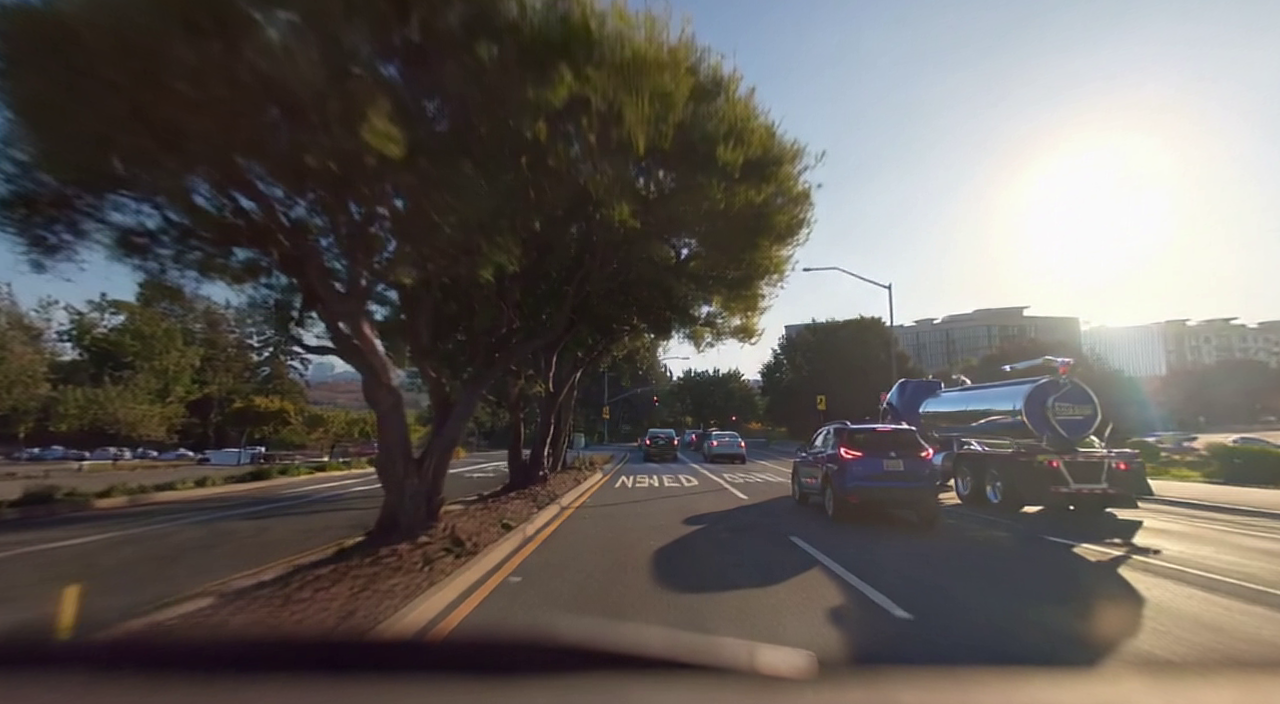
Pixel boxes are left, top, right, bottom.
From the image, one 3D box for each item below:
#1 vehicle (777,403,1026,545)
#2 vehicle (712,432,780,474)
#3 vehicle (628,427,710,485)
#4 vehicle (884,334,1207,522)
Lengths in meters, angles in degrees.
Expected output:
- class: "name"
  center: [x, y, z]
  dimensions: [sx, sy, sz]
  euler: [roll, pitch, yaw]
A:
- class: "vehicle"
  center: [3.714, 1.838, 10.089]
  dimensions: [2.045, 1.729, 4.532]
  euler: [0, -8, 0]
- class: "vehicle"
  center: [4.040, 3.931, 24.654]
  dimensions: [1.917, 1.475, 4.081]
  euler: [0, -8, -1]
- class: "vehicle"
  center: [0.793, 3.030, 18.554]
  dimensions: [2.148, 1.488, 4.002]
  euler: [0, -8, 1]
- class: "vehicle"
  center: [8.159, 1.735, 14.004]
  dimensions: [2.849, 3.207, 6.275]
  euler: [0, -8, -1]
